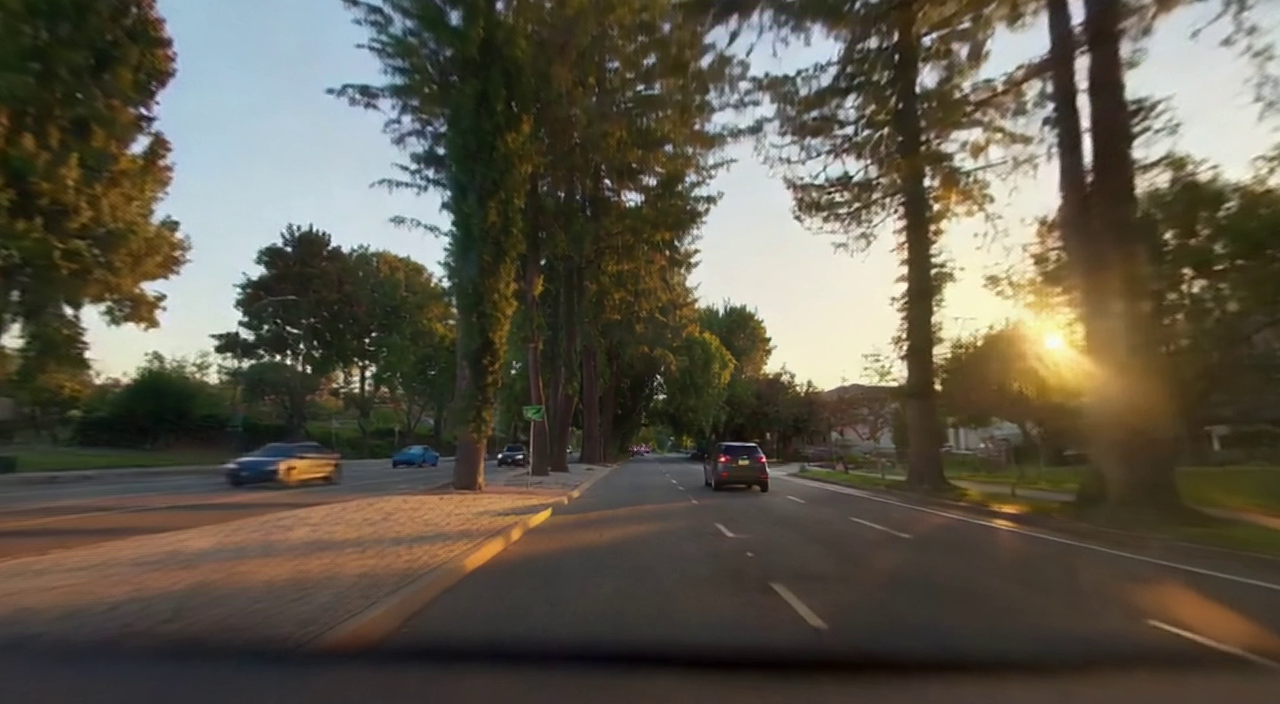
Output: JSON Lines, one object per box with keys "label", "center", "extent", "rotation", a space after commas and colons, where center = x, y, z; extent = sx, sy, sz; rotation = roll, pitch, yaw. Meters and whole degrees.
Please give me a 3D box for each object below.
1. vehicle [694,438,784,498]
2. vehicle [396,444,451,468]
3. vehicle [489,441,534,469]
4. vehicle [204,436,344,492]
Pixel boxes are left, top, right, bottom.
{"label": "vehicle", "center": [3.051, 3.688, 20.524], "extent": [2.108, 1.712, 4.616], "rotation": [0, -9, -1]}
{"label": "vehicle", "center": [-14.283, 6.862, 41.802], "extent": [2.094, 1.504, 4.283], "rotation": [0, -9, 1]}
{"label": "vehicle", "center": [-8.507, 6.862, 42.121], "extent": [2.070, 1.703, 4.301], "rotation": [0, -9, 0]}
{"label": "vehicle", "center": [-11.581, 3.554, 20.362], "extent": [1.879, 1.563, 4.322], "rotation": [0, -8, 0]}
